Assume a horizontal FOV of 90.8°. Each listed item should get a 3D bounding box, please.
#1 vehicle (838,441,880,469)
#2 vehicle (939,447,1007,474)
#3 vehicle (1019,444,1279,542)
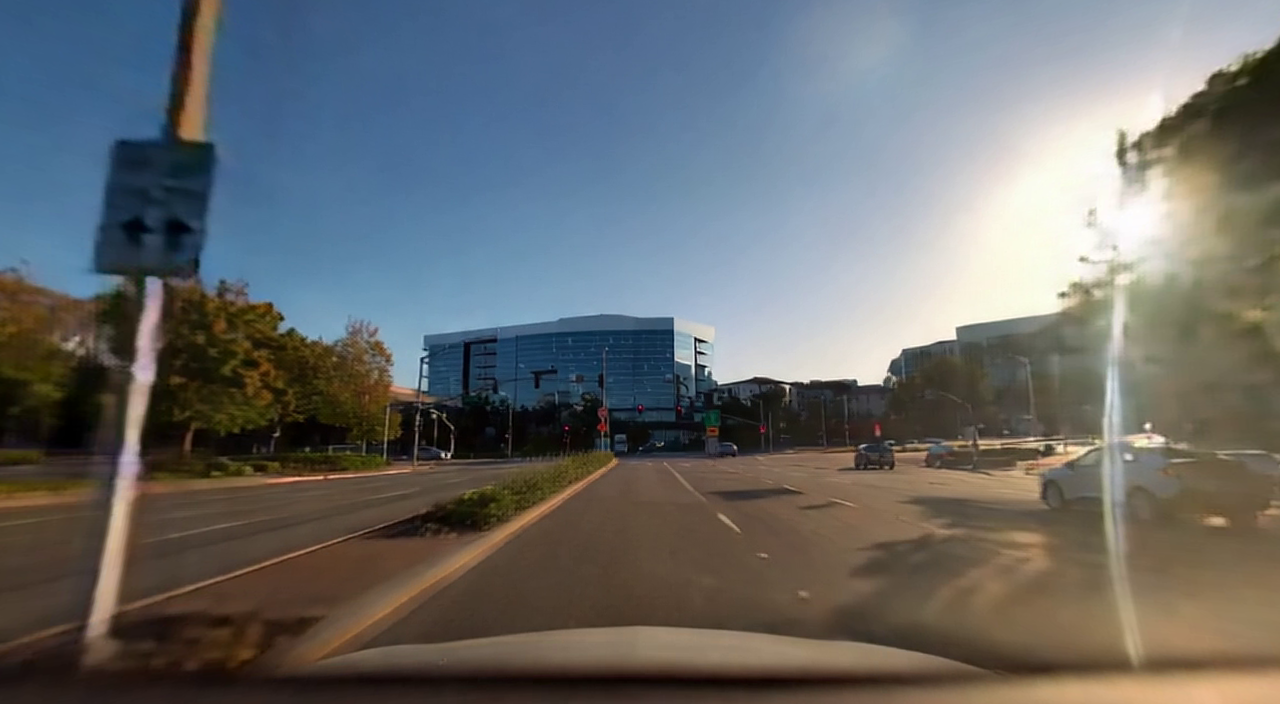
[{"bbox_3d":[15.012,7.046,43.494,1.951,1.843,4.335,-1,-8,9],"label":"vehicle"},{"bbox_3d":[20.587,6.695,39.302,1.896,1.524,4.562,0,-8,2],"label":"vehicle"},{"bbox_3d":[9.631,2.534,12.125,1.933,1.500,4.458,0,-8,0],"label":"vehicle"}]
